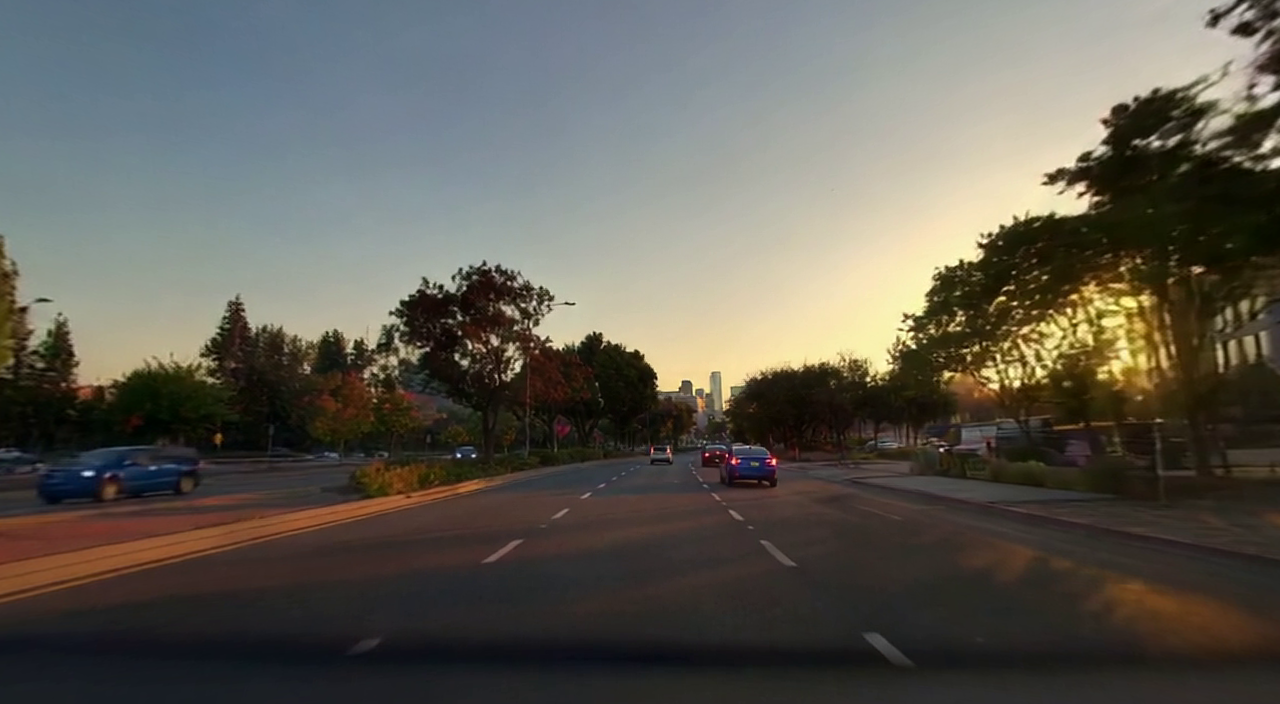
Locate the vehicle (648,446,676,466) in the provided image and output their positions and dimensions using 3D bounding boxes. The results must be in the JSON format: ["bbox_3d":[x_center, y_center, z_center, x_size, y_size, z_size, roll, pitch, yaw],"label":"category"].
[{"bbox_3d":[1.759,8.086,49.284,2.059,1.477,3.988,-1,-9,4],"label":"vehicle"}]

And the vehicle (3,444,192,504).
[{"bbox_3d":[-14.696,3.286,17.435,1.809,1.434,3.952,0,-9,-3],"label":"vehicle"}]

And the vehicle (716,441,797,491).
[{"bbox_3d":[3.879,3.891,21.880,1.981,1.499,4.536,0,-9,1],"label":"vehicle"}]
